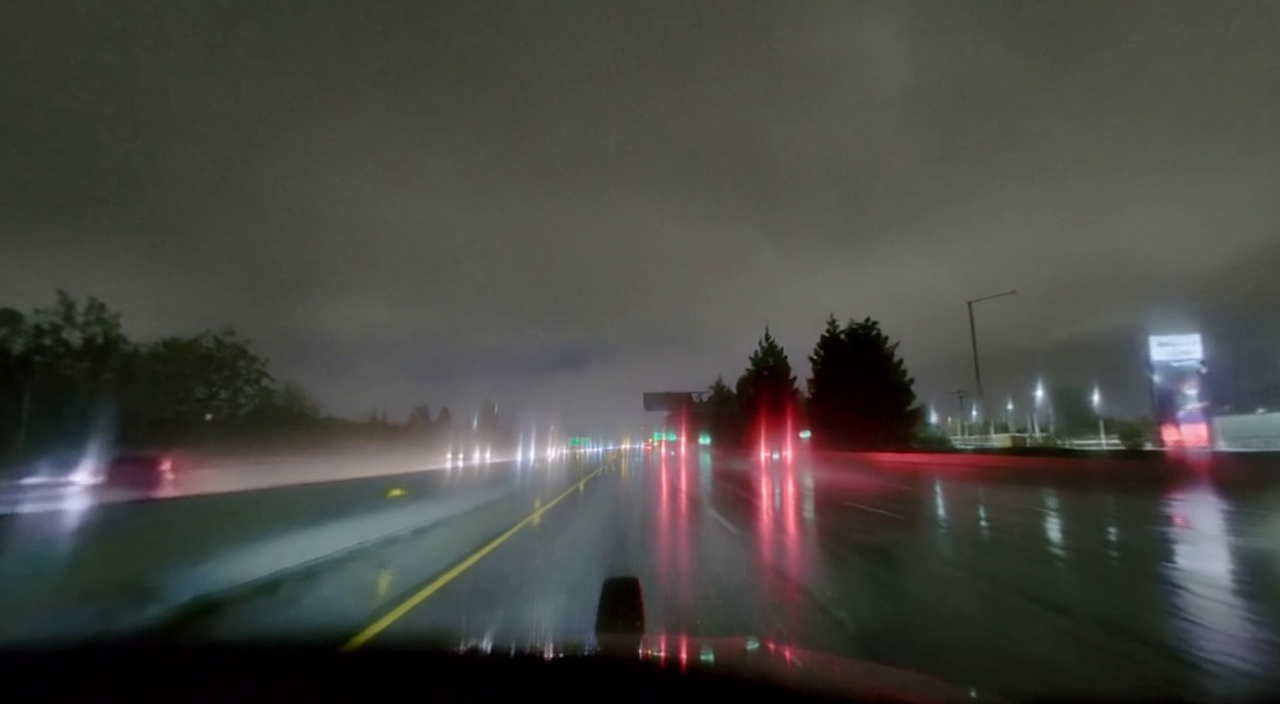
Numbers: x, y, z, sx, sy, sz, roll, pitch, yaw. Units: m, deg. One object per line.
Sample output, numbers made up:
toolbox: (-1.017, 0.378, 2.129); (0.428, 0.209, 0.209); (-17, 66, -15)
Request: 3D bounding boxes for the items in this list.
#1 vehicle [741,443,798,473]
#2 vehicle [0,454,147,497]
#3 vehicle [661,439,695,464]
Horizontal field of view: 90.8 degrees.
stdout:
vehicle: (6.744, 5.546, 33.300); (2.009, 1.456, 4.097); (0, -9, -1)
vehicle: (-22.389, 4.821, 25.109); (1.825, 1.465, 4.645); (0, -9, 0)
vehicle: (2.869, 7.664, 48.601); (2.258, 1.824, 4.908); (0, -9, -1)
